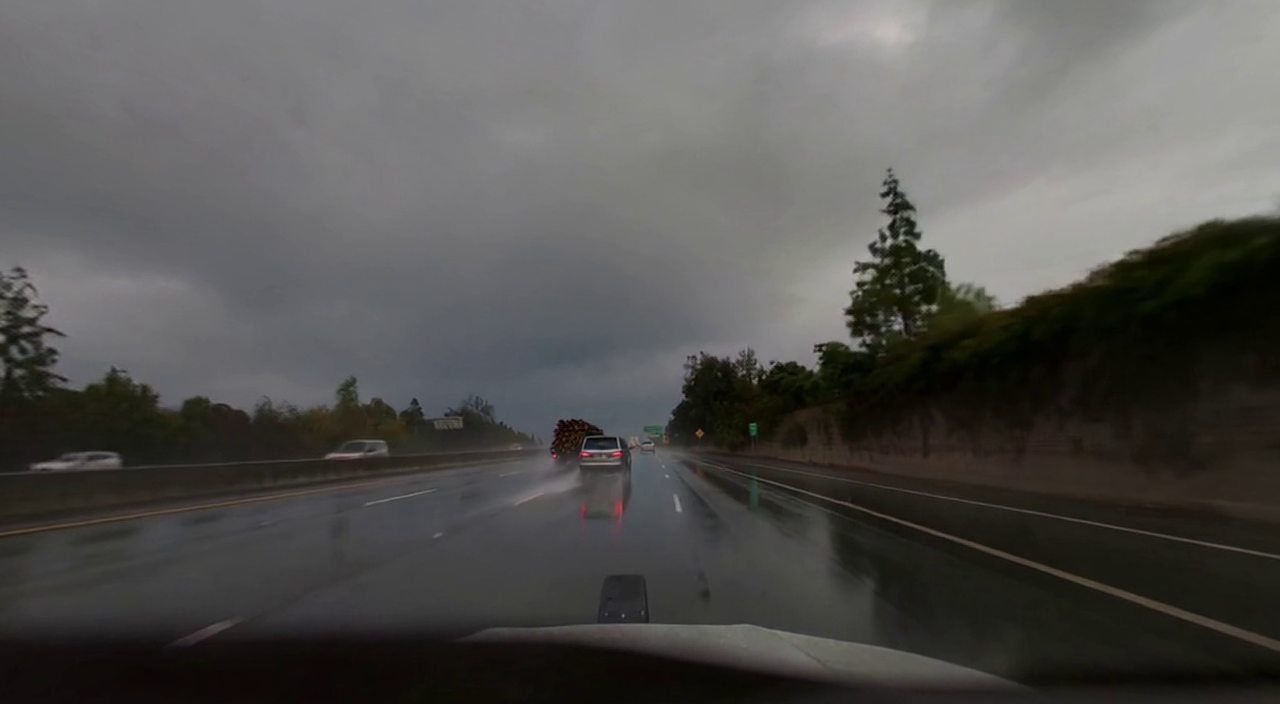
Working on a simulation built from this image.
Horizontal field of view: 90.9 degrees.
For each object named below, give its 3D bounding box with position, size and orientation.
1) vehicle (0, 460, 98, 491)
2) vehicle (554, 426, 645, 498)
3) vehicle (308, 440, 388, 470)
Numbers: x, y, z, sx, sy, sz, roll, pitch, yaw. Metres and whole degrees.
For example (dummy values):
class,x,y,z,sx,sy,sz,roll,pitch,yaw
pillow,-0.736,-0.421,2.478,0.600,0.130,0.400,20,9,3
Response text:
class,x,y,z,sx,sy,sz,roll,pitch,yaw
vehicle,-32.464,6.691,34.357,1.738,1.450,4.485,0,-8,1
vehicle,-0.998,3.059,17.910,2.114,1.787,4.365,-1,-8,2
vehicle,-17.886,6.320,39.007,2.144,1.686,5.596,0,-8,2
